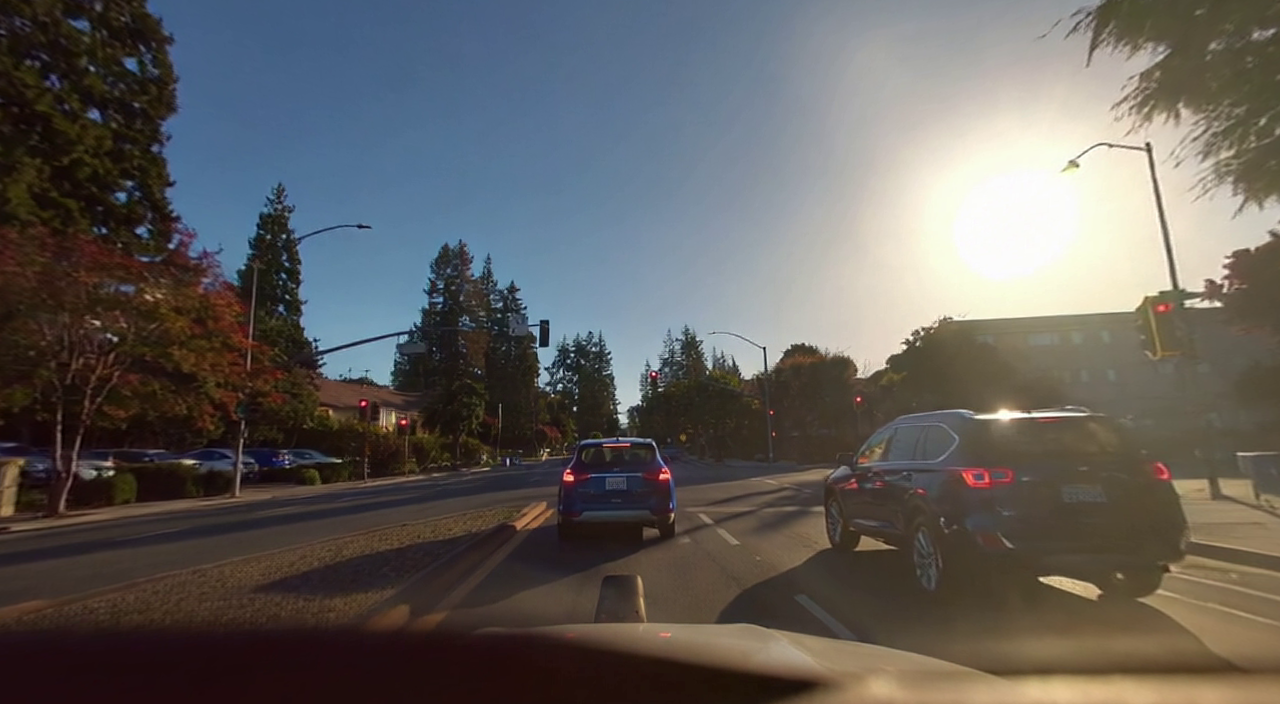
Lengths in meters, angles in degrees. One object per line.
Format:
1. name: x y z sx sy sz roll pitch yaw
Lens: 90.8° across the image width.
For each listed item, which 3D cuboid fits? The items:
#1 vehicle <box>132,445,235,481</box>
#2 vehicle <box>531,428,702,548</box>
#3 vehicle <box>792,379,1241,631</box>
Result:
1. vehicle: -28.581 6.934 39.795 4.943 2.110 2.217 5 -10 -32
2. vehicle: -0.328 2.091 10.468 2.177 1.512 4.682 0 -9 -1
3. vehicle: 3.195 1.403 6.718 2.046 1.768 4.370 0 -9 0
